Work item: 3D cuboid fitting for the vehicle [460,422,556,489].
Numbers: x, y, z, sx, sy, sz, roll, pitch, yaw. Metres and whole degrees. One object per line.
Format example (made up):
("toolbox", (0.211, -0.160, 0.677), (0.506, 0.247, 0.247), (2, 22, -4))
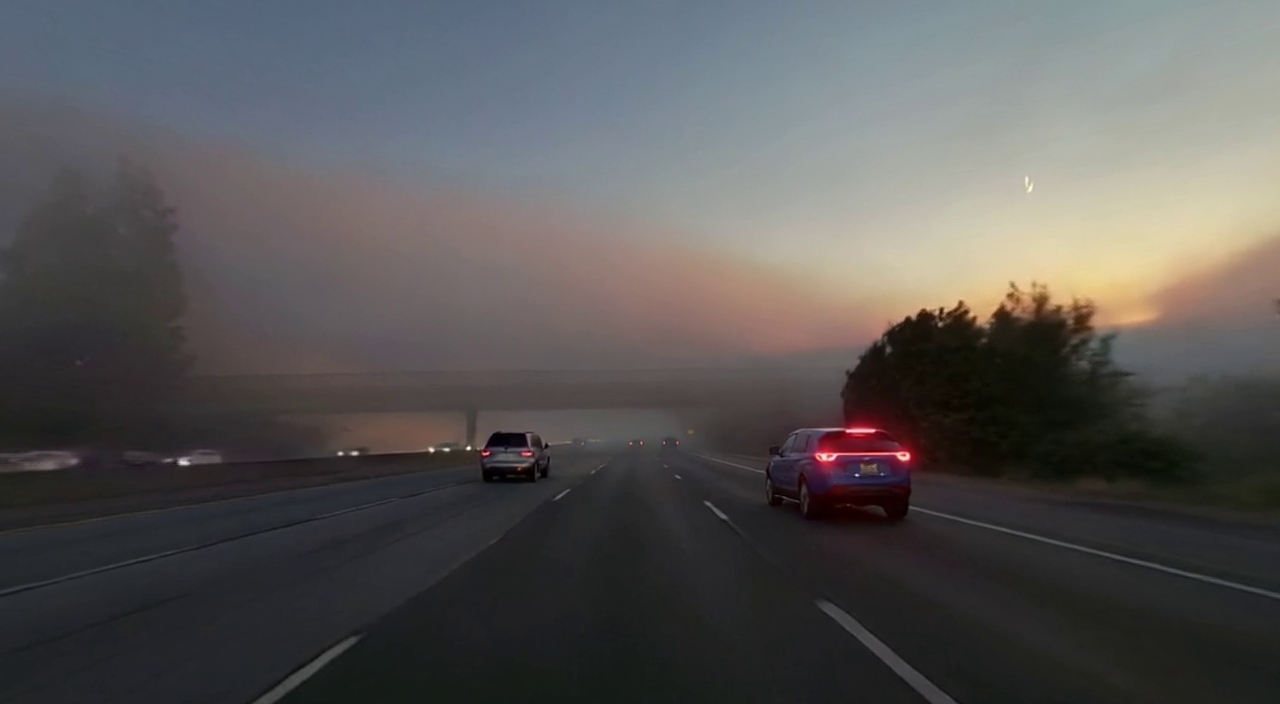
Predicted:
("vehicle", (-4.021, 3.259, 20.122), (2.018, 1.872, 4.728), (0, -9, 0))

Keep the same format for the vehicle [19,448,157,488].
("vehicle", (-23.272, 4.870, 26.905), (1.900, 1.508, 4.456), (0, -9, -1))

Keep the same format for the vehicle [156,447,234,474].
("vehicle", (-29.960, 7.308, 42.728), (1.954, 1.691, 4.637), (0, -9, 0))

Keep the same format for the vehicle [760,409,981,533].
("vehicle", (3.750, 2.049, 11.404), (2.185, 1.749, 4.477), (0, -9, -1))
